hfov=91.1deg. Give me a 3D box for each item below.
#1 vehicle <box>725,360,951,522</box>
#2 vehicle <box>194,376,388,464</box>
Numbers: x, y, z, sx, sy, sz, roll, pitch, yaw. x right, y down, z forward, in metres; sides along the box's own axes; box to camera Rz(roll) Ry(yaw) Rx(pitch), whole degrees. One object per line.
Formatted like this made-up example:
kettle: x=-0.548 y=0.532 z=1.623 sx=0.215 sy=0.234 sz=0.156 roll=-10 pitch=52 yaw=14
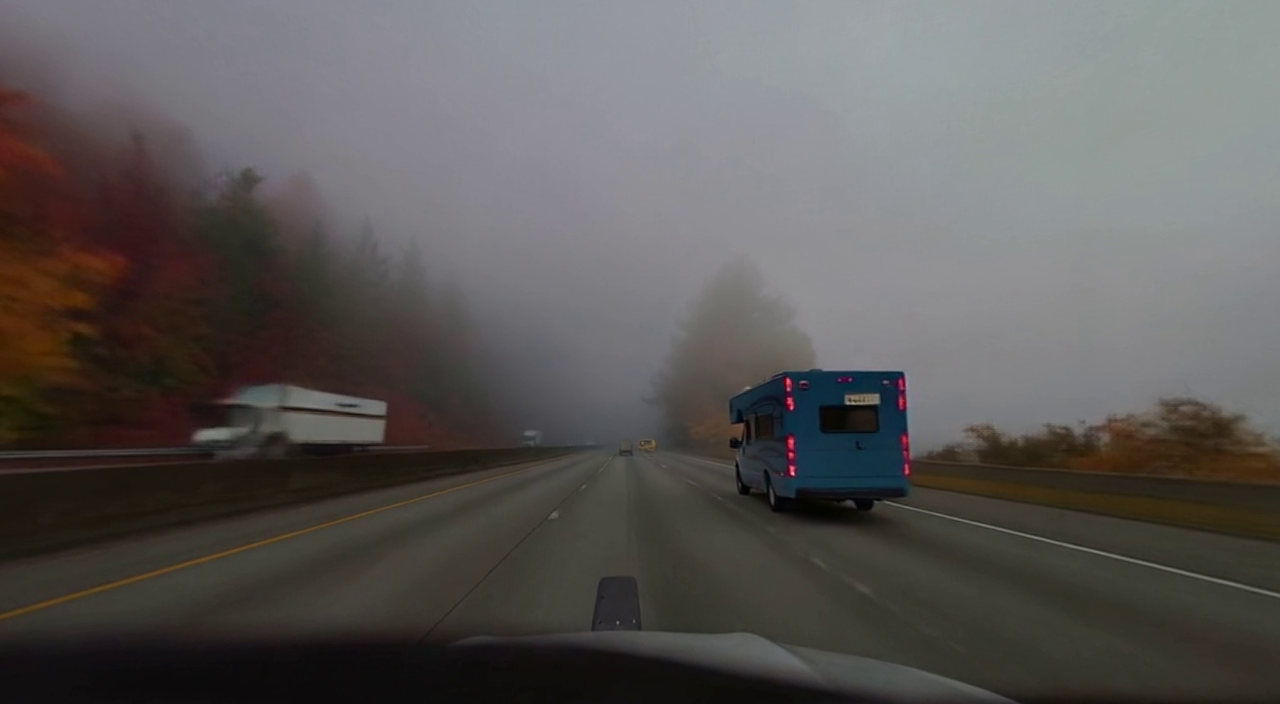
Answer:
vehicle: x=4.020 y=2.049 z=14.820 sx=2.815 sy=2.876 sz=7.101 roll=0 pitch=-8 yaw=-1
vehicle: x=-18.833 y=4.052 z=35.939 sx=3.191 sy=4.003 sz=14.214 roll=0 pitch=-8 yaw=-1
